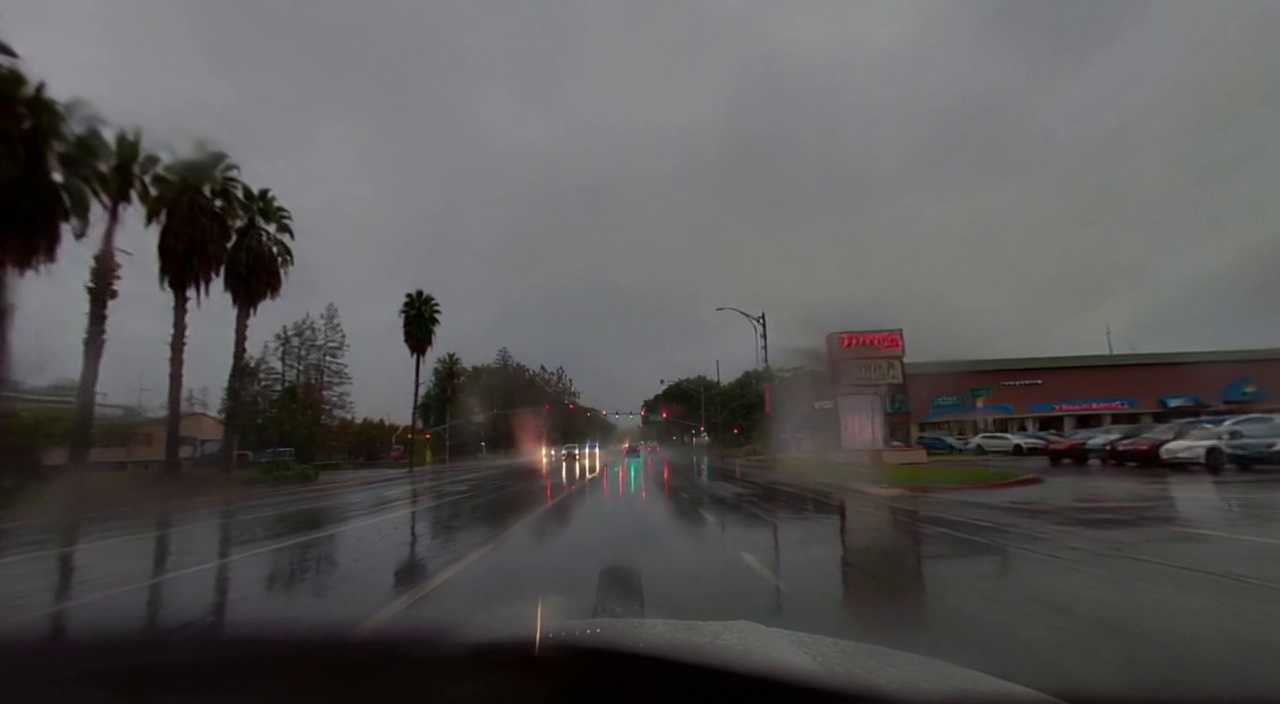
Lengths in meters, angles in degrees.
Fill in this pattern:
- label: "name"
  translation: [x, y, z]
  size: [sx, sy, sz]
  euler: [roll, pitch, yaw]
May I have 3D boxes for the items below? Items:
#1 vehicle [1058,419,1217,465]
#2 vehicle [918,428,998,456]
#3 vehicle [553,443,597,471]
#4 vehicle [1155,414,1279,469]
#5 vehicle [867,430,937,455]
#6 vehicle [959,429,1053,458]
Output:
- label: "vehicle"
  translation: [21.217, 3.907, 27.259]
  size: [4.764, 1.846, 2.370]
  euler: [-4, -9, 21]
- label: "vehicle"
  translation: [21.527, 6.134, 42.920]
  size: [4.600, 1.677, 1.980]
  euler: [-6, -11, 26]
- label: "vehicle"
  translation: [-3.770, 6.150, 37.182]
  size: [2.181, 1.483, 4.123]
  euler: [0, -9, -1]
- label: "vehicle"
  translation: [20.692, 3.033, 21.397]
  size: [4.548, 1.741, 1.971]
  euler: [-5, -10, 26]
- label: "vehicle"
  translation: [20.518, 7.123, 49.501]
  size: [4.753, 1.809, 2.016]
  euler: [-6, -9, 30]
- label: "vehicle"
  translation: [21.263, 5.386, 36.894]
  size: [4.505, 1.584, 2.015]
  euler: [-5, -10, 27]
